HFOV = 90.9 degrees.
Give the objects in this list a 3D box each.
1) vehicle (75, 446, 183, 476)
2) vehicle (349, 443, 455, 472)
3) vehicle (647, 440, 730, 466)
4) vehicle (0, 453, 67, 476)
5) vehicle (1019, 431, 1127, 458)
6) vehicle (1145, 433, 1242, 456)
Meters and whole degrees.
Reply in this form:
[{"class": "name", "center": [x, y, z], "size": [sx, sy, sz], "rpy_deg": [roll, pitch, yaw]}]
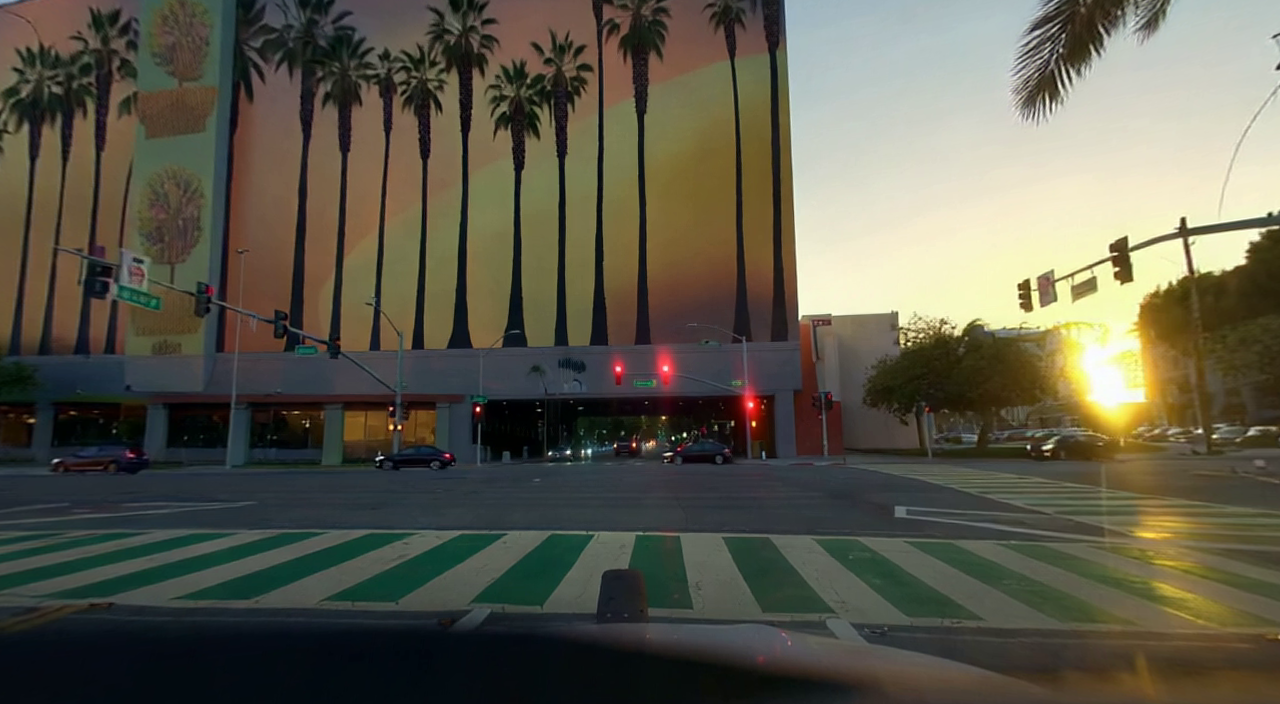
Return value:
[{"class": "vehicle", "center": [-30.154, 6.413, 37.276], "size": [4.648, 1.665, 1.910], "rpy_deg": [0, -8, -1]}, {"class": "vehicle", "center": [-12.453, 5.516, 33.181], "size": [4.875, 1.461, 1.777], "rpy_deg": [0, -8, 2]}, {"class": "vehicle", "center": [2.796, 5.918, 37.109], "size": [4.784, 1.465, 1.798], "rpy_deg": [0, -8, 1]}, {"class": "vehicle", "center": [-41.650, 7.613, 42.770], "size": [3.698, 1.508, 1.779], "rpy_deg": [0, -8, 1]}, {"class": "vehicle", "center": [25.030, 5.364, 36.563], "size": [4.893, 1.458, 1.791], "rpy_deg": [0, -8, 0]}, {"class": "vehicle", "center": [36.174, 6.025, 41.226], "size": [4.606, 1.449, 1.687], "rpy_deg": [0, -8, 2]}]
